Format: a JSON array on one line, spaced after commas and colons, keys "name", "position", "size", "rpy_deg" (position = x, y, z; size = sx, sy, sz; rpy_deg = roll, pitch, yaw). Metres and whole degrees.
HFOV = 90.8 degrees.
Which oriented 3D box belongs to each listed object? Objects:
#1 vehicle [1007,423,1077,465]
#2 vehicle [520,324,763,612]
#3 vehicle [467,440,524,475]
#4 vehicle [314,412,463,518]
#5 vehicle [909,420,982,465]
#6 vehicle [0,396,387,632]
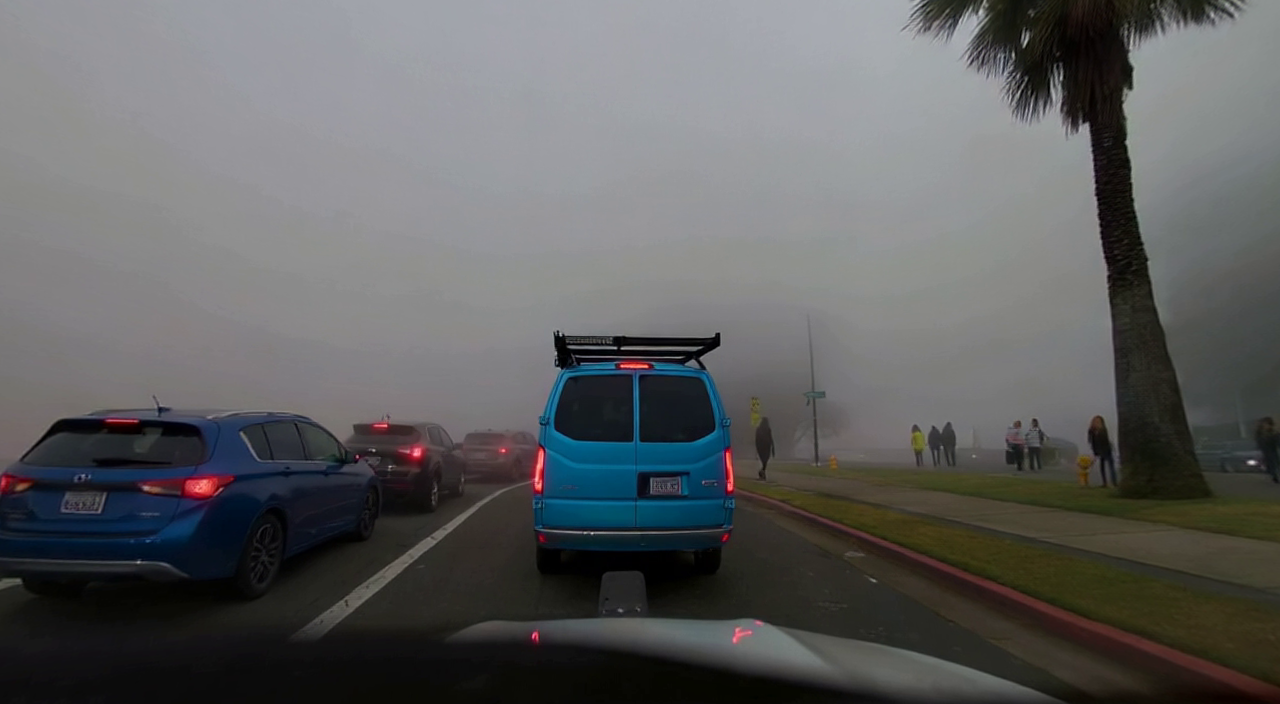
[{"name": "vehicle", "position": [15.802, 3.616, 24.728], "size": [2.048, 1.475, 3.972], "rpy_deg": [-6, -10, 34]}, {"name": "vehicle", "position": [-0.199, 1.213, 7.185], "size": [1.902, 2.238, 4.263], "rpy_deg": [1, -9, -6]}, {"name": "vehicle", "position": [-6.824, 4.894, 29.590], "size": [1.818, 1.479, 4.428], "rpy_deg": [4, -9, -22]}, {"name": "vehicle", "position": [-5.208, 2.403, 13.898], "size": [2.089, 1.854, 5.022], "rpy_deg": [2, -9, -11]}, {"name": "vehicle", "position": [12.660, 3.758, 26.050], "size": [2.046, 1.675, 3.924], "rpy_deg": [-6, -10, 33]}, {"name": "vehicle", "position": [-4.378, 1.469, 6.678], "size": [1.986, 1.643, 4.315], "rpy_deg": [1, -9, -6]}]
